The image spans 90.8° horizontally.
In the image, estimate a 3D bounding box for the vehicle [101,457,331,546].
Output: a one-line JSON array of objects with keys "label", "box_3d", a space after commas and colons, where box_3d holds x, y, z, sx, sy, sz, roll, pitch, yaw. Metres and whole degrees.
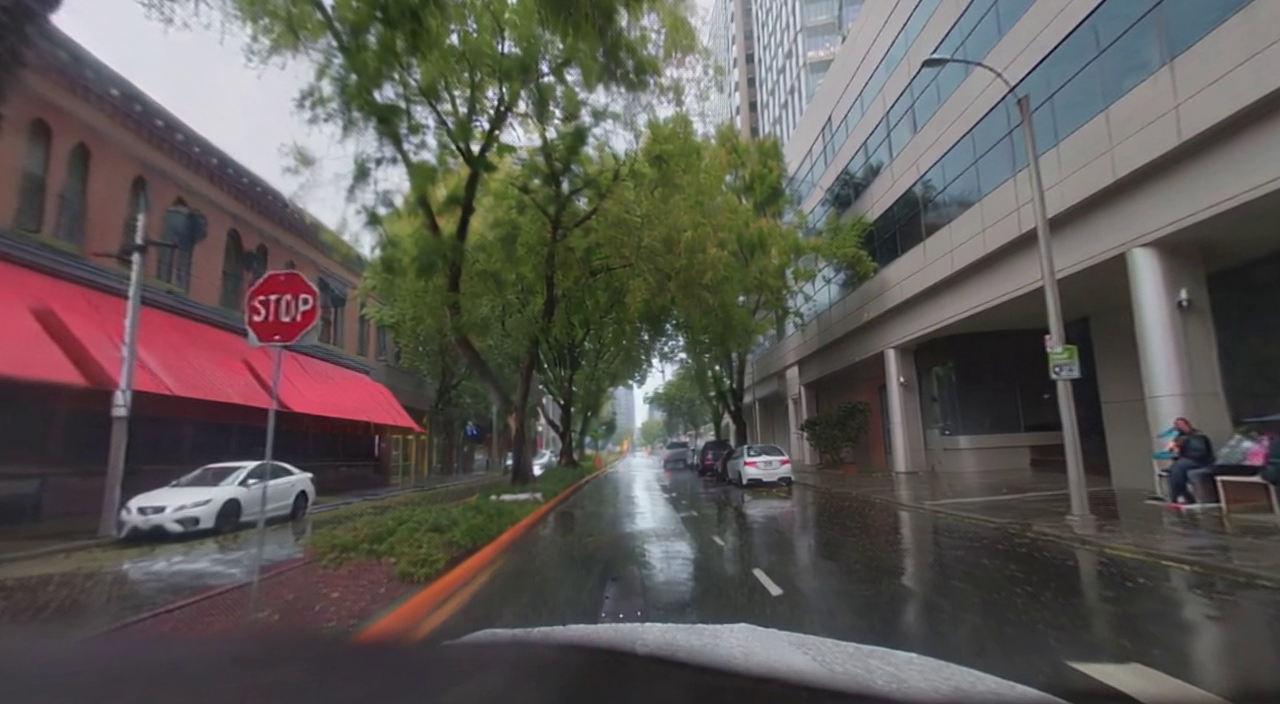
[{"label": "vehicle", "box_3d": [-8.765, 3.081, 13.673, 2.007, 1.503, 4.343, 0, -8, -1]}]

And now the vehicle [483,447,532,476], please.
[{"label": "vehicle", "box_3d": [-8.867, 7.353, 42.593, 2.256, 1.802, 4.333, 0, -8, 1]}]

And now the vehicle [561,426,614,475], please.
[{"label": "vehicle", "box_3d": [-2.984, 5.806, 37.425, 2.317, 2.596, 6.053, 0, -8, 2]}]

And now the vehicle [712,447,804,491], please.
[{"label": "vehicle", "box_3d": [4.584, 4.393, 24.108, 1.858, 1.491, 4.329, -6, -10, 33]}]
